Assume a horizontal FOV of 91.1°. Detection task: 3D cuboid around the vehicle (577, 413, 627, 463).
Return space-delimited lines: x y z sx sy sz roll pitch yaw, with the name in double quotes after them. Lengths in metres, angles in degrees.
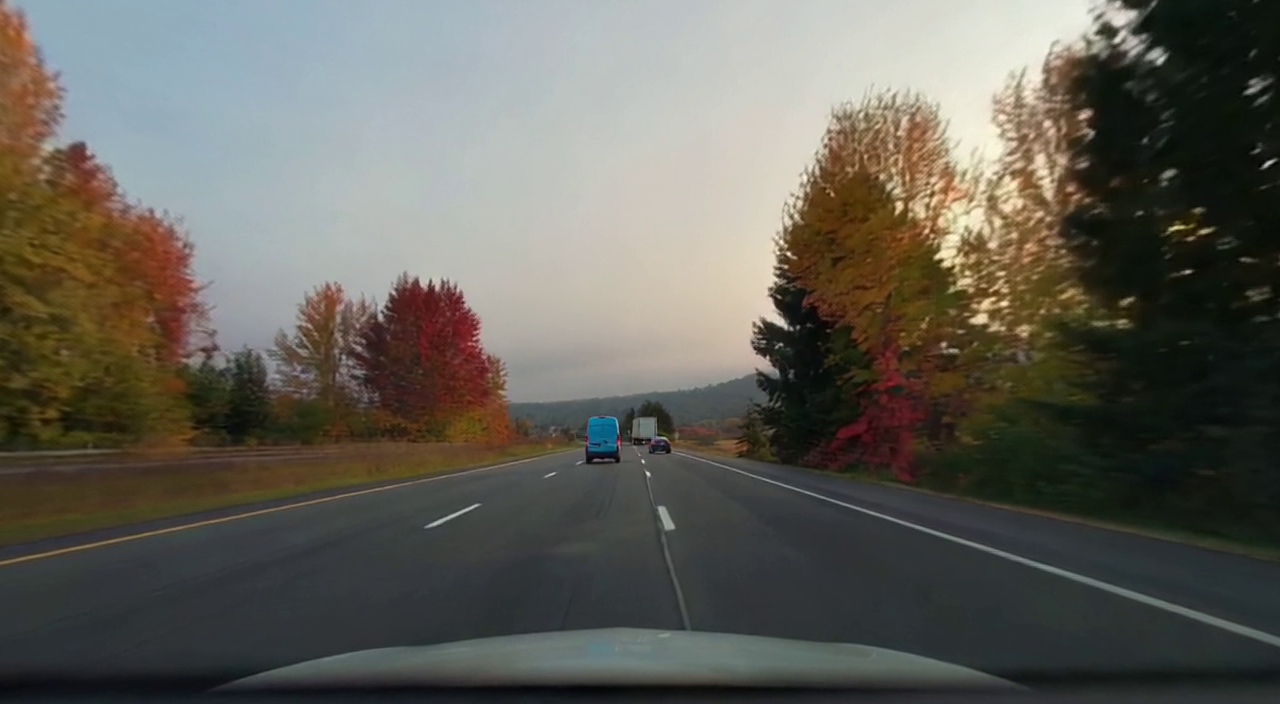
-2.057 4.884 35.788 2.389 2.637 5.437 0 -8 1 "vehicle"
